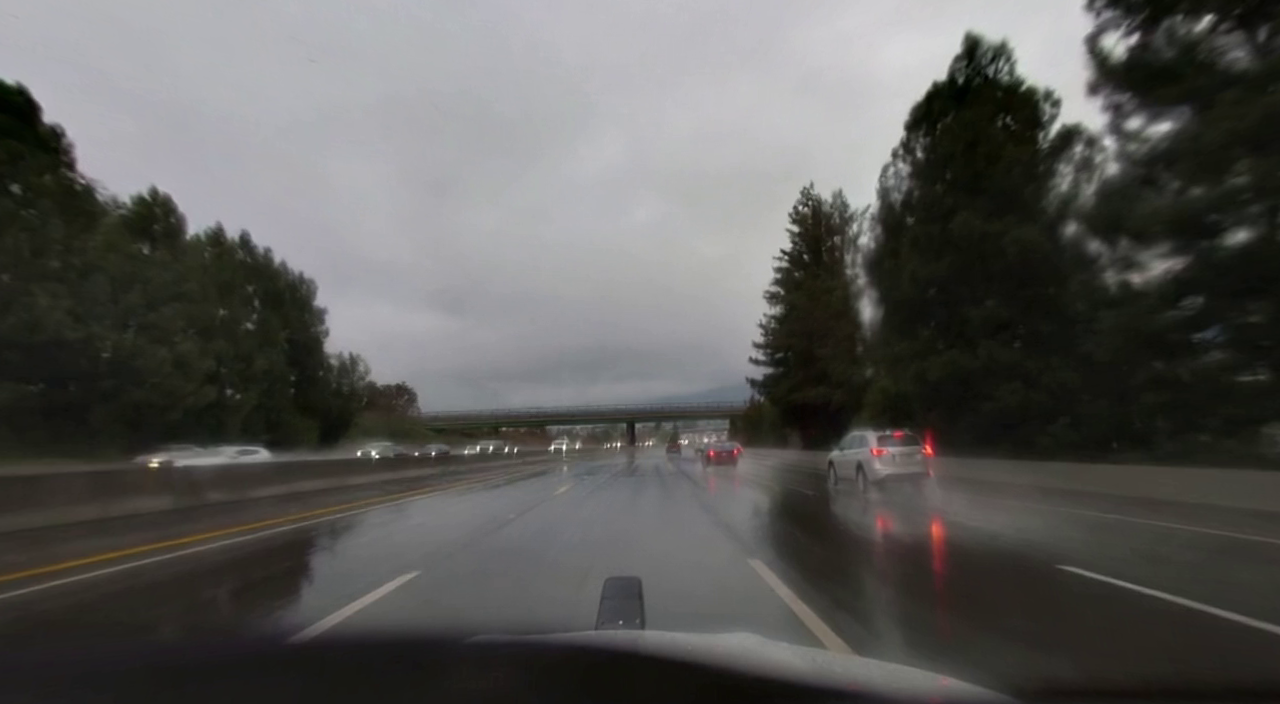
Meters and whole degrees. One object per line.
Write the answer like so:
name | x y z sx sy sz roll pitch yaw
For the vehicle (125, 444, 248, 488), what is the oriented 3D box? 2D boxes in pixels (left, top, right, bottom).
vehicle | -19.308 4.847 27.196 1.984 1.702 4.437 0 -9 0

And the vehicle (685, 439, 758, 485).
vehicle | 2.805 3.899 22.669 1.981 1.471 4.342 0 -9 -1

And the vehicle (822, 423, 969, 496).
vehicle | 7.071 3.044 18.207 2.087 1.806 4.946 0 -9 -1

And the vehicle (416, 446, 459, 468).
vehicle | -15.610 8.104 48.903 1.878 1.609 4.143 -1 -9 1
